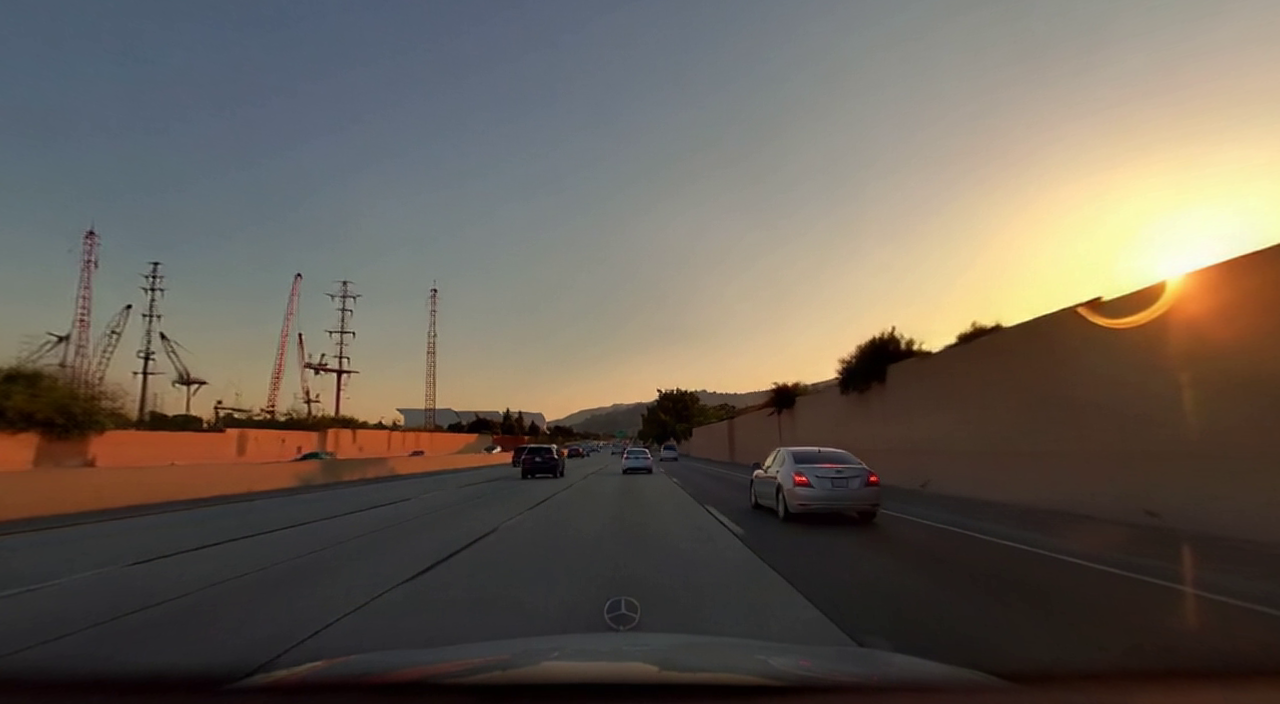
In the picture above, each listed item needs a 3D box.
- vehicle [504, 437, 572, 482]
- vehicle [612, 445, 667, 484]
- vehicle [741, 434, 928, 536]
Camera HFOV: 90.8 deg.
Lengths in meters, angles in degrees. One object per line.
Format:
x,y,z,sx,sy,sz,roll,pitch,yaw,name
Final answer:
-4.271,4.566,27.124,2.121,1.775,4.335,0,-8,1,vehicle
-0.047,4.542,25.847,2.045,1.452,4.040,0,-8,-1,vehicle
3.275,2.326,11.748,1.917,1.507,4.540,0,-8,-2,vehicle
